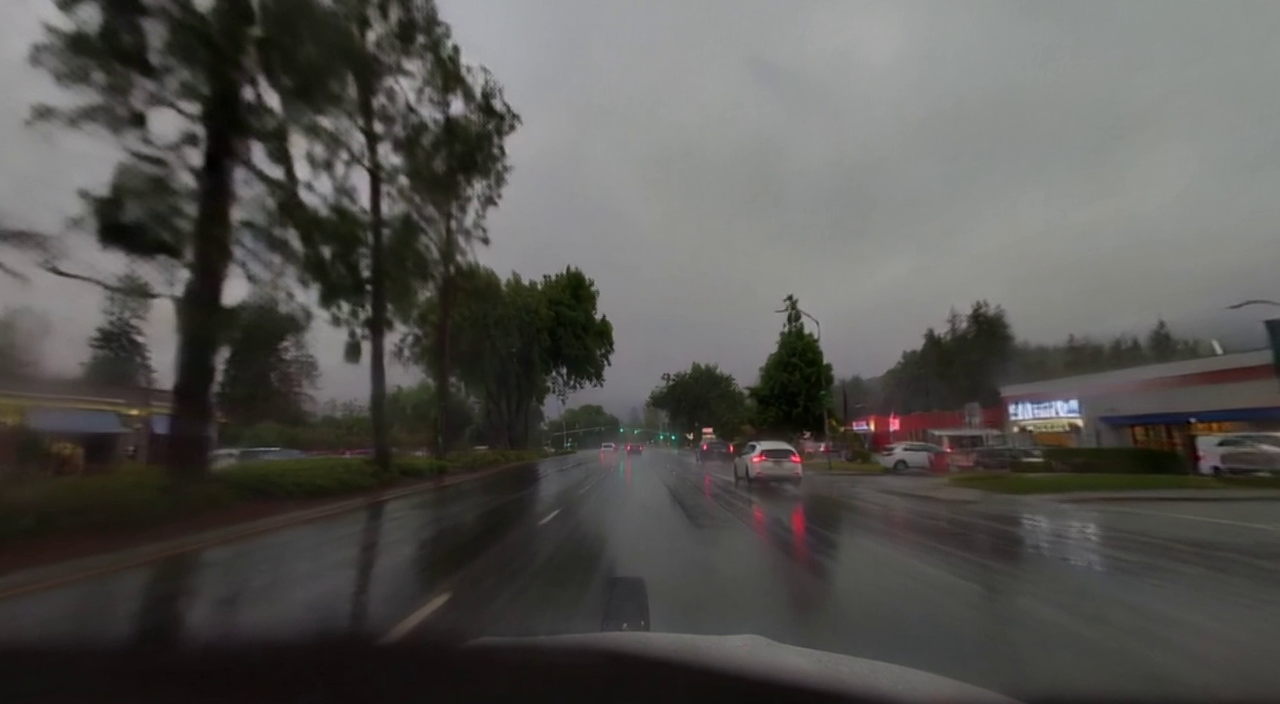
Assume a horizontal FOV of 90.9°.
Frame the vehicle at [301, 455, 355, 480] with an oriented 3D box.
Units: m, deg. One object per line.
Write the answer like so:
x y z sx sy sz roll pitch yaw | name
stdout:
-22.835 8.429 46.342 1.822 1.551 4.295 -3 -8 -1 | vehicle

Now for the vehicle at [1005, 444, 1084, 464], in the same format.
30.891 7.806 48.213 4.587 1.468 2.153 1 -8 -4 | vehicle

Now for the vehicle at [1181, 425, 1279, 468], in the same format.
31.609 4.851 32.462 5.184 2.130 2.349 0 -8 0 | vehicle

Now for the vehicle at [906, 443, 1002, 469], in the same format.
18.363 6.083 36.990 4.502 1.459 2.082 0 -8 -3 | vehicle

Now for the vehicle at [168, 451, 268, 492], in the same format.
-22.475 6.322 33.830 2.058 1.837 4.990 -3 -8 -2 | vehicle

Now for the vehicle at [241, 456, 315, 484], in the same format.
-22.783 7.397 39.887 1.833 1.534 4.821 0 -8 -1 | vehicle

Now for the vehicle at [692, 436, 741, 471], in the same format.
4.413 5.968 37.108 2.140 1.921 4.431 0 -8 -2 | vehicle

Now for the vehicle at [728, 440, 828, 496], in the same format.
3.966 3.401 18.935 1.916 1.459 4.335 0 -8 -2 | vehicle
